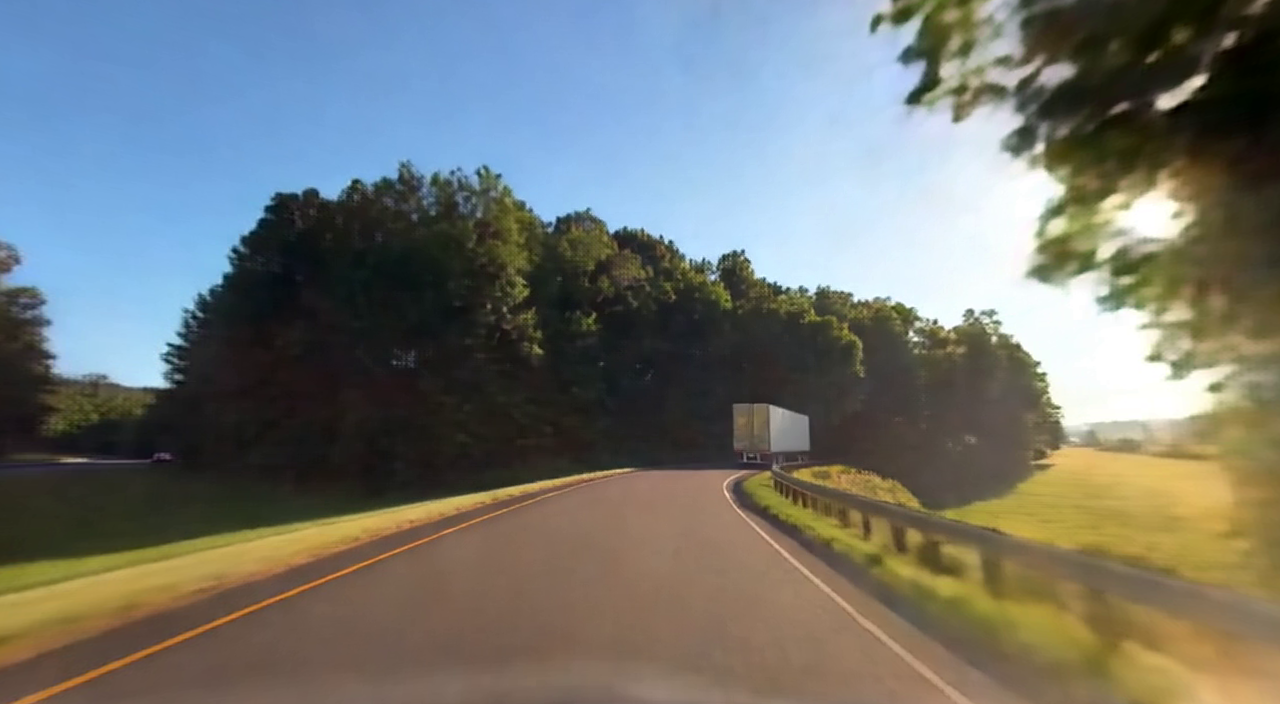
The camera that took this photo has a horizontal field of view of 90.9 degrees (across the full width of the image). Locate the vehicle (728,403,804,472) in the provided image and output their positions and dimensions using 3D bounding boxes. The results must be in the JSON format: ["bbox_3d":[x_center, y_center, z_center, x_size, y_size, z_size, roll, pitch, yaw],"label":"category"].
[{"bbox_3d":[9.427,6.323,45.429,3.087,4.178,13.682,-3,-10,20],"label":"vehicle"}]
